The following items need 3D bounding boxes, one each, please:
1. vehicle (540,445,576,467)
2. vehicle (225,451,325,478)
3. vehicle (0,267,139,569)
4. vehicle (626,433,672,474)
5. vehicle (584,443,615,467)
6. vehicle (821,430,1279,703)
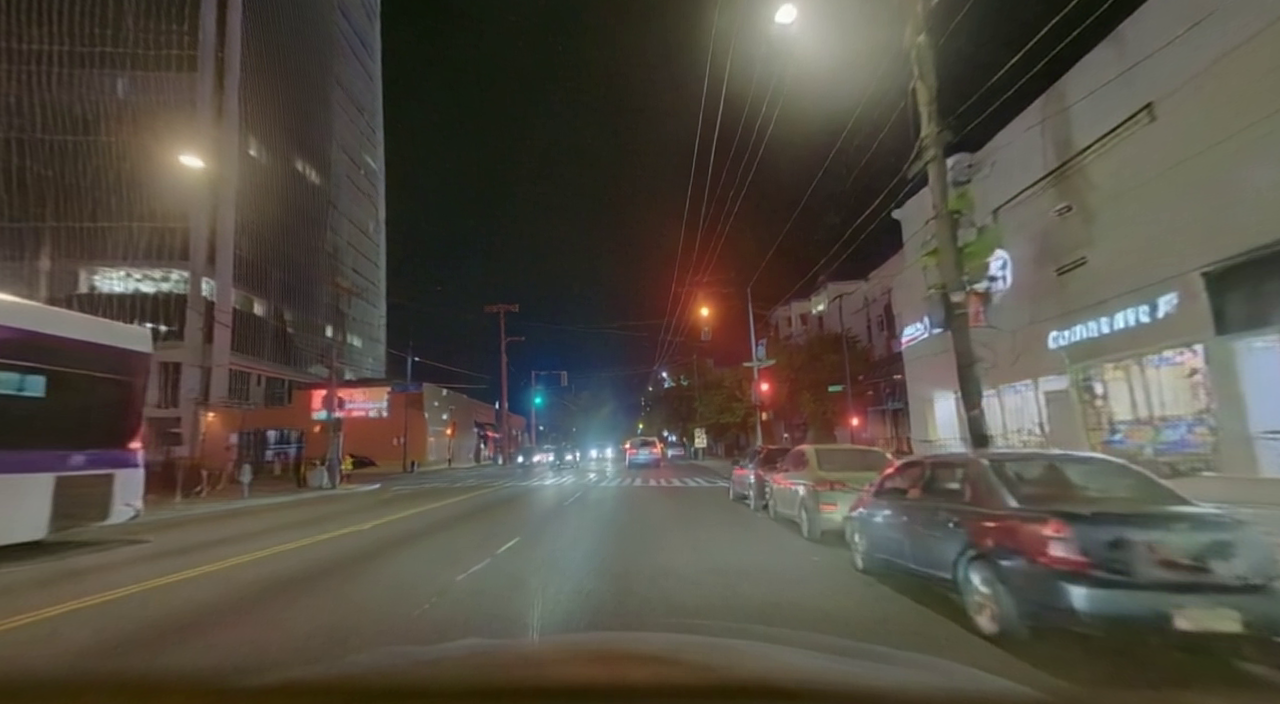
[{"bbox_3d":[-6.188,7.849,47.977,2.089,1.578,4.571,0,-8,0],"label":"vehicle"},{"bbox_3d":[-20.875,6.460,36.259,4.477,1.439,1.966,-1,-8,2],"label":"vehicle"},{"bbox_3d":[-9.391,0.124,3.025,3.022,3.627,13.129,-1,-9,1],"label":"vehicle"},{"bbox_3d":[0.484,5.064,31.721,2.127,1.893,4.194,-1,-8,2],"label":"vehicle"},{"bbox_3d":[-2.823,7.326,45.189,2.026,1.616,4.109,1,-8,-1],"label":"vehicle"},{"bbox_3d":[3.325,1.517,5.793,2.018,1.474,4.524,0,-8,1],"label":"vehicle"}]
